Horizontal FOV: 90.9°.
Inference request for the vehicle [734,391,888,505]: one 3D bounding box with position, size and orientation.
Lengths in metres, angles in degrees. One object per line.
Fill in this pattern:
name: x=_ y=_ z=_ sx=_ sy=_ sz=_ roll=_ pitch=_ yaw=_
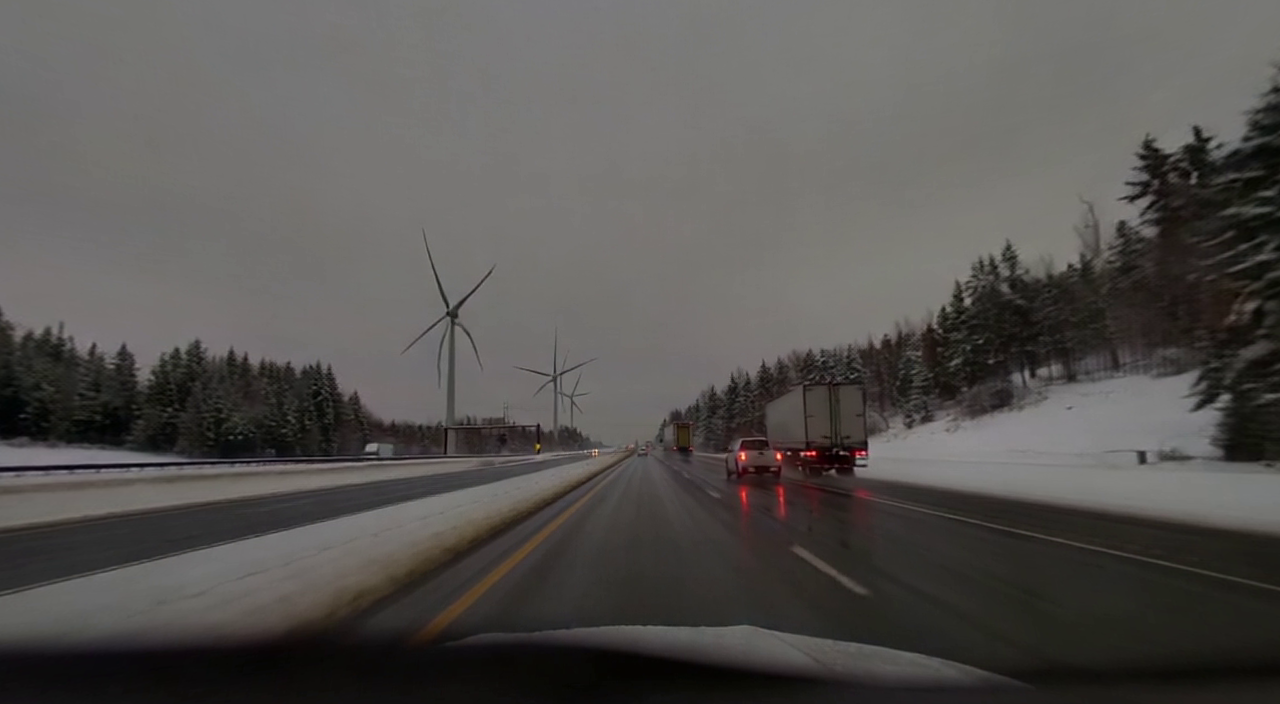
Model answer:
vehicle: x=4.400 y=2.667 z=17.490 sx=2.609 sy=2.648 sz=5.397 roll=0 pitch=-9 yaw=-1
